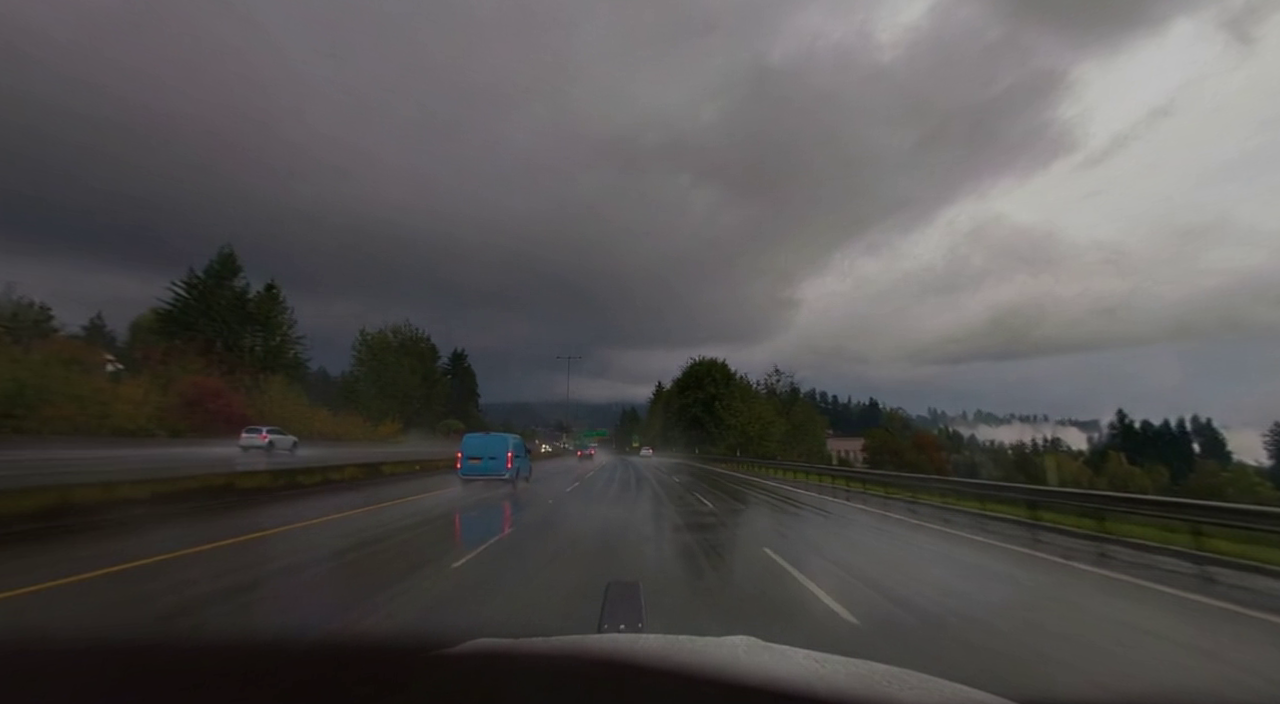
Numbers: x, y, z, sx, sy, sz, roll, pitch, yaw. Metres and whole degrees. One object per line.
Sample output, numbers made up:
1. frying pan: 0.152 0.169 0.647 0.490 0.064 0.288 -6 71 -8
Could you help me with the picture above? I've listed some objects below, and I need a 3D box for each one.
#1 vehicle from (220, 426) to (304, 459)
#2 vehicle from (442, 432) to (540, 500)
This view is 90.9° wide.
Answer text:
1. vehicle: -18.550 4.494 31.096 1.879 1.492 3.607 0 -9 0
2. vehicle: -4.349 3.402 19.157 1.971 1.795 4.389 0 -9 -1
